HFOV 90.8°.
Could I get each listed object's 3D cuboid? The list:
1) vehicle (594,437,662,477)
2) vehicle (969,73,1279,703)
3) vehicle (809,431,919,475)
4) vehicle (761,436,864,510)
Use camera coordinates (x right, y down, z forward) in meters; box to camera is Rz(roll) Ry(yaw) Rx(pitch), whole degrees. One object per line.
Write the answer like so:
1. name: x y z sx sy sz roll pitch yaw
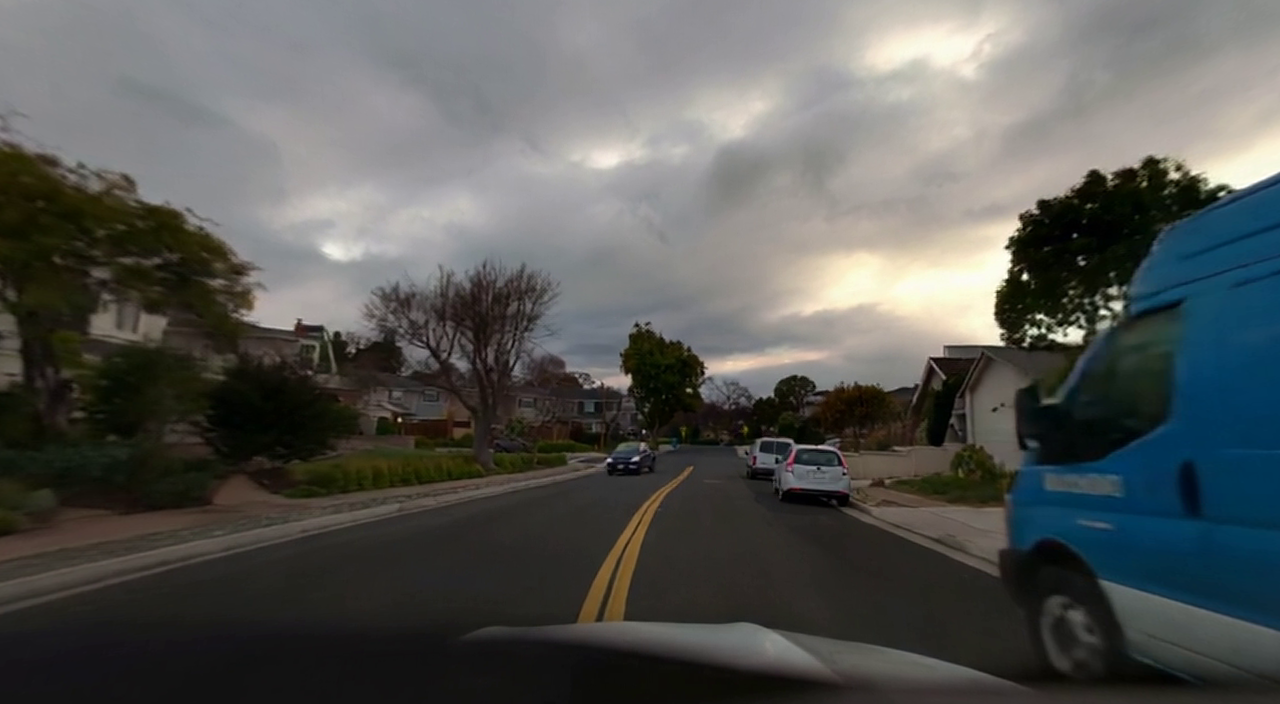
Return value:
1. vehicle: -0.445 5.020 30.554 2.278 1.704 5.321 -1 -9 11
2. vehicle: 3.644 0.205 1.037 2.684 2.712 6.197 1 -8 -2
3. vehicle: 11.809 5.389 33.685 4.912 1.866 2.359 -5 -9 4
4. vehicle: 4.357 3.078 16.607 1.822 1.668 4.147 0 -8 4
